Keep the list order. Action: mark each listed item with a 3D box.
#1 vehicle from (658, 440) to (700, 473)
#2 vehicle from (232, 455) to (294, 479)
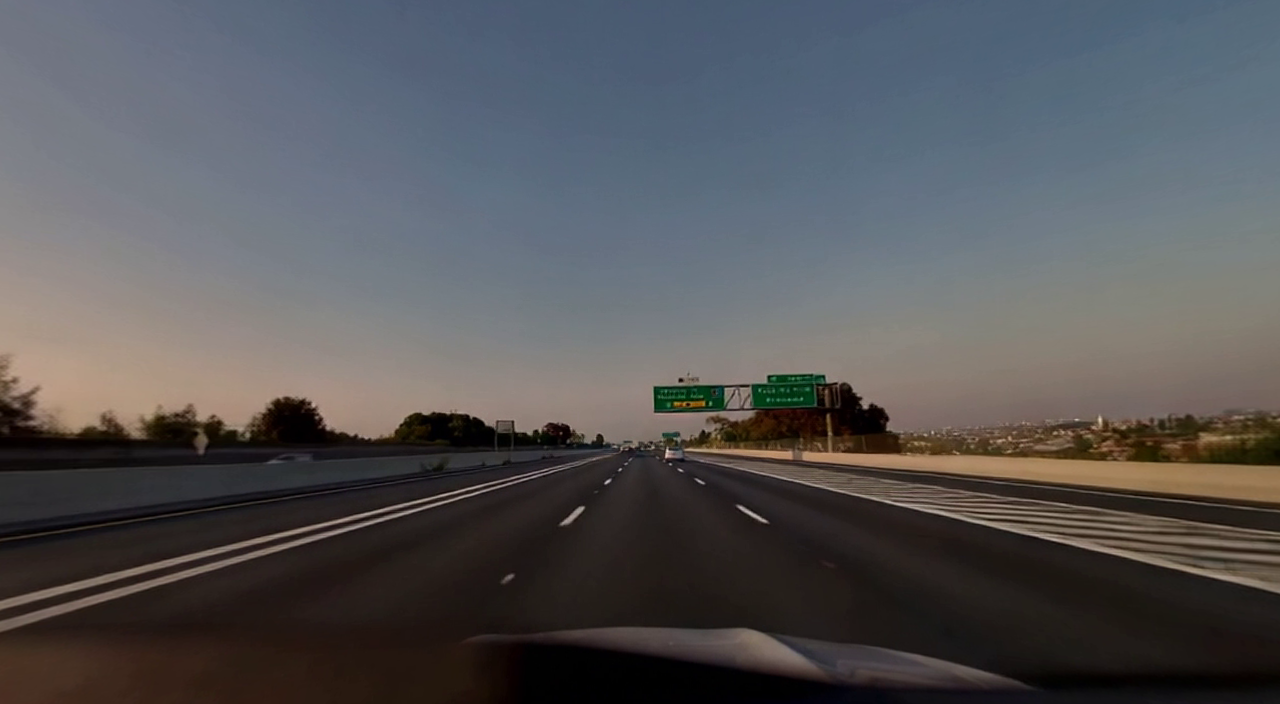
[{"bbox_3d":[2.032,5.616,34.063,2.050,1.654,4.192,0,-9,1],"label":"vehicle"},{"bbox_3d":[-27.959,8.547,46.840,1.813,1.608,4.213,0,-9,2],"label":"vehicle"}]
